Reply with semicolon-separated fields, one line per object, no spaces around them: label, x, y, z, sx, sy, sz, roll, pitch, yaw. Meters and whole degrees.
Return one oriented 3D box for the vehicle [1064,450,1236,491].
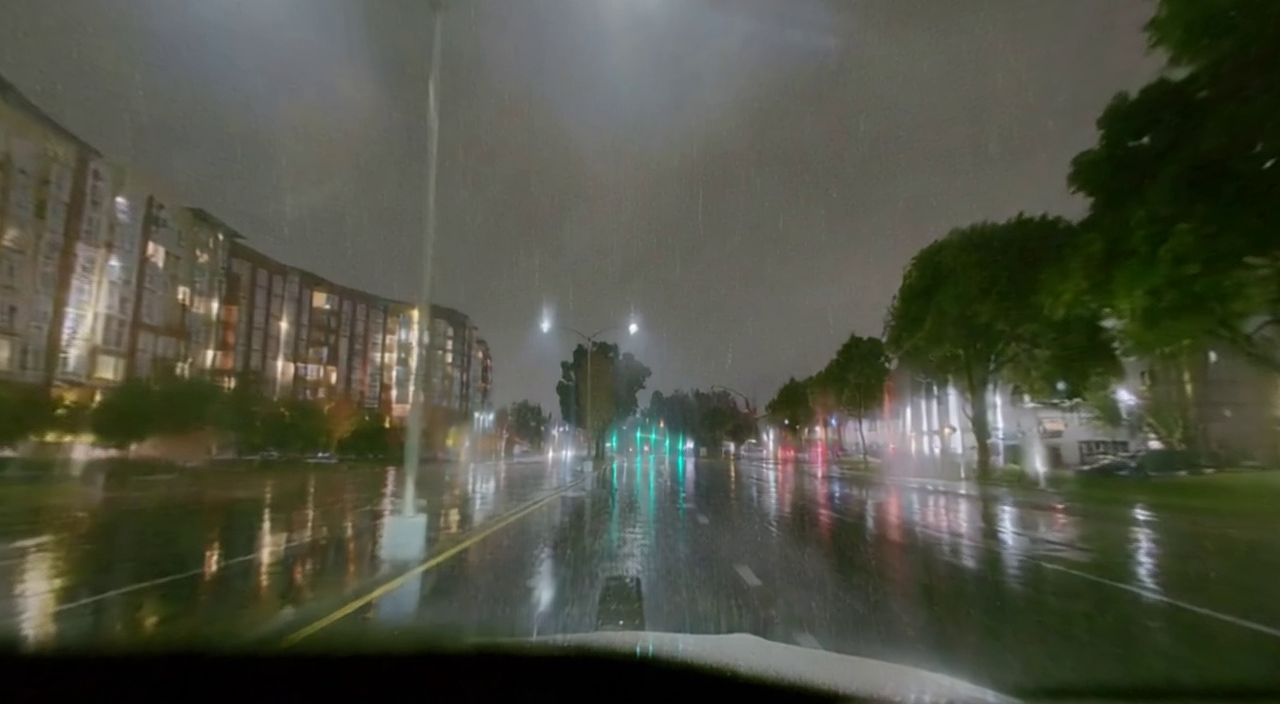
vehicle;20.159;4.674;25.170;4.983;1.542;2.099;0;-9;1

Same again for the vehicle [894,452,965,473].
vehicle;20.150;7.680;44.038;3.975;1.387;1.914;0;-9;-2
